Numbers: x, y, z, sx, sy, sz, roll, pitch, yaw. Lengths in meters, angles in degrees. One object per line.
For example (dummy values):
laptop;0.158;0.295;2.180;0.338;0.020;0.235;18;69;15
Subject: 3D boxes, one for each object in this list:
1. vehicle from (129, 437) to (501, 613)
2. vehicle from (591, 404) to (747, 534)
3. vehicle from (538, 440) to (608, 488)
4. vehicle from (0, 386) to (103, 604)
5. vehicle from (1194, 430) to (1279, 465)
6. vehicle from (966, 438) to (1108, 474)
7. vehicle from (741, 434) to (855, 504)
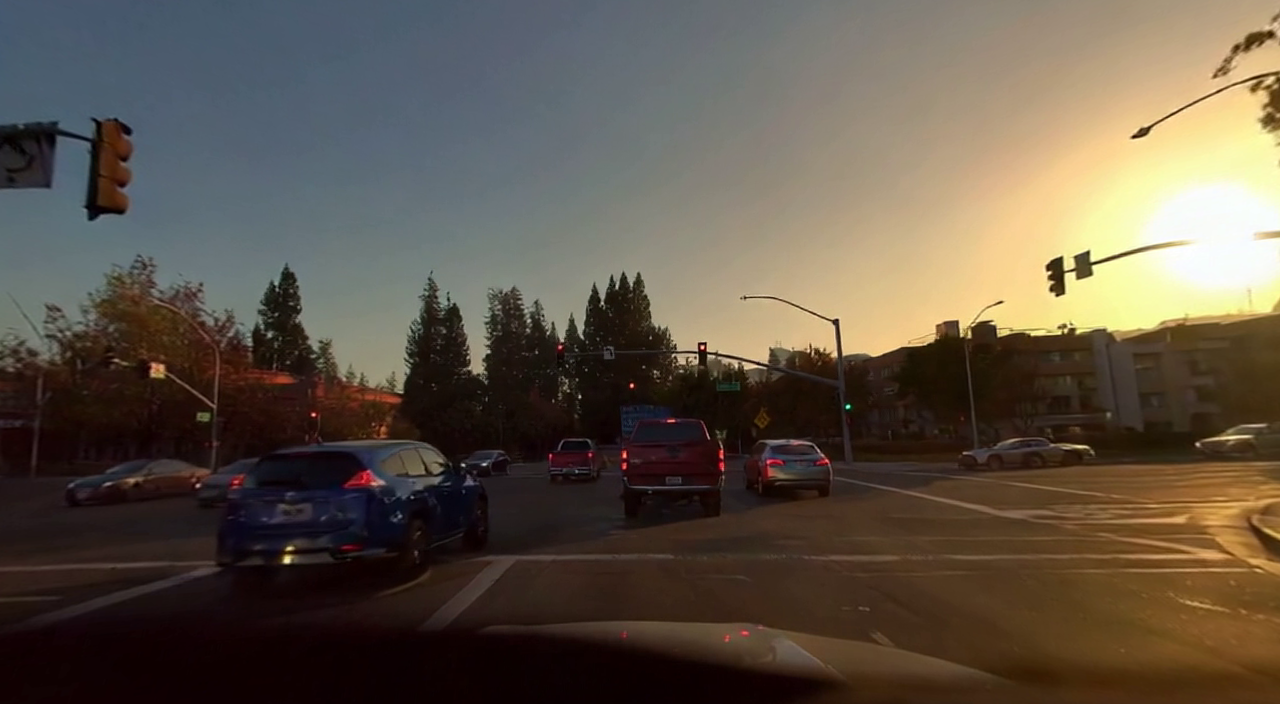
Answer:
vehicle;-3.314;1.824;7.783;1.998;1.481;4.656;0;-8;2
vehicle;0.564;2.237;12.613;2.505;2.084;4.768;0;-8;3
vehicle;-2.565;4.446;25.375;2.125;1.739;4.707;0;-8;2
vehicle;-7.669;1.126;4.283;2.530;2.141;6.143;0;-8;1
vehicle;27.527;4.198;27.607;4.681;1.458;1.908;0;-8;-1
vehicle;16.658;4.375;26.599;4.809;1.458;1.842;0;-8;-3
vehicle;4.117;3.112;17.242;1.984;1.659;4.226;0;-8;-1
